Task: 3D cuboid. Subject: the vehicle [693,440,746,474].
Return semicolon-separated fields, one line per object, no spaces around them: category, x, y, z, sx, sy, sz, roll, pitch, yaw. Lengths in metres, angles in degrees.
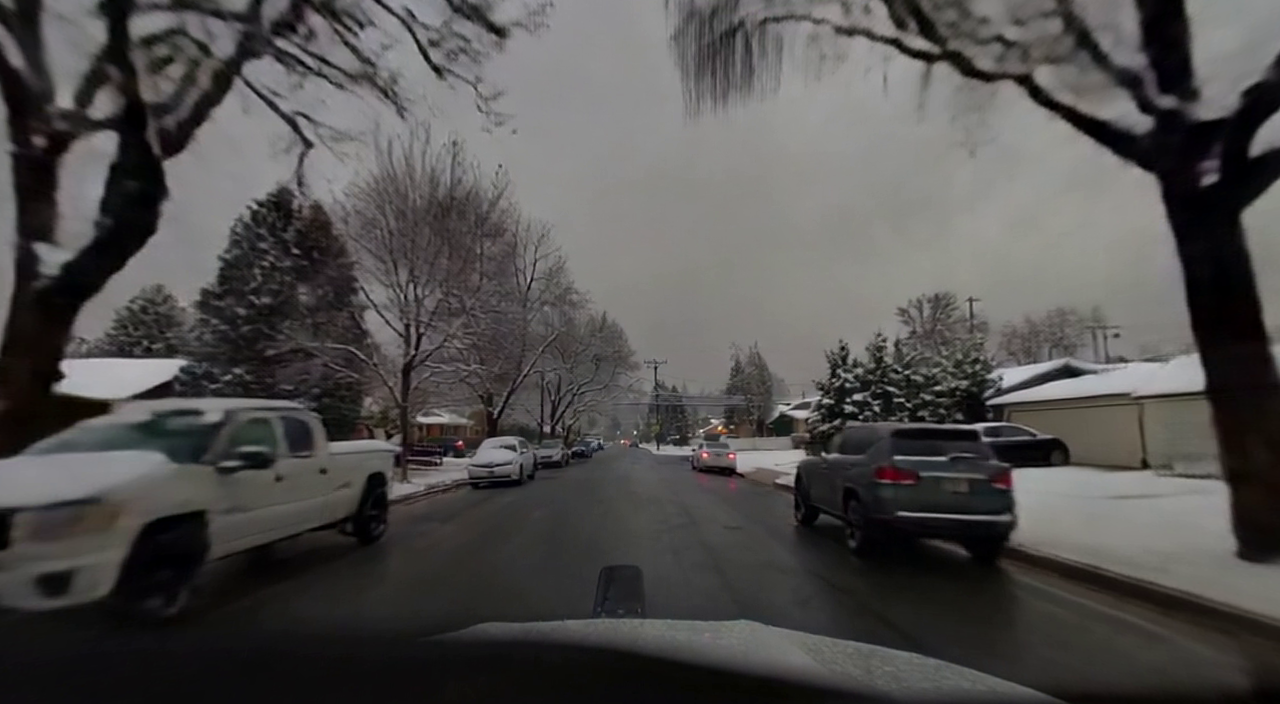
vehicle;3.668;4.912;29.864;1.945;1.495;3.983;0;-8;0

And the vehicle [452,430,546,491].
vehicle;-4.743;3.660;22.076;2.140;1.815;4.926;0;-7;0

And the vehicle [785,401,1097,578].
vehicle;3.578;1.718;8.673;2.082;1.790;4.330;0;-8;-1

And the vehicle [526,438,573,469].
vehicle;-5.042;5.706;35.769;1.887;1.660;4.312;0;-8;1

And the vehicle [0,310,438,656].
vehicle;-4.779;1.300;7.789;2.476;2.434;6.543;-1;-7;0
